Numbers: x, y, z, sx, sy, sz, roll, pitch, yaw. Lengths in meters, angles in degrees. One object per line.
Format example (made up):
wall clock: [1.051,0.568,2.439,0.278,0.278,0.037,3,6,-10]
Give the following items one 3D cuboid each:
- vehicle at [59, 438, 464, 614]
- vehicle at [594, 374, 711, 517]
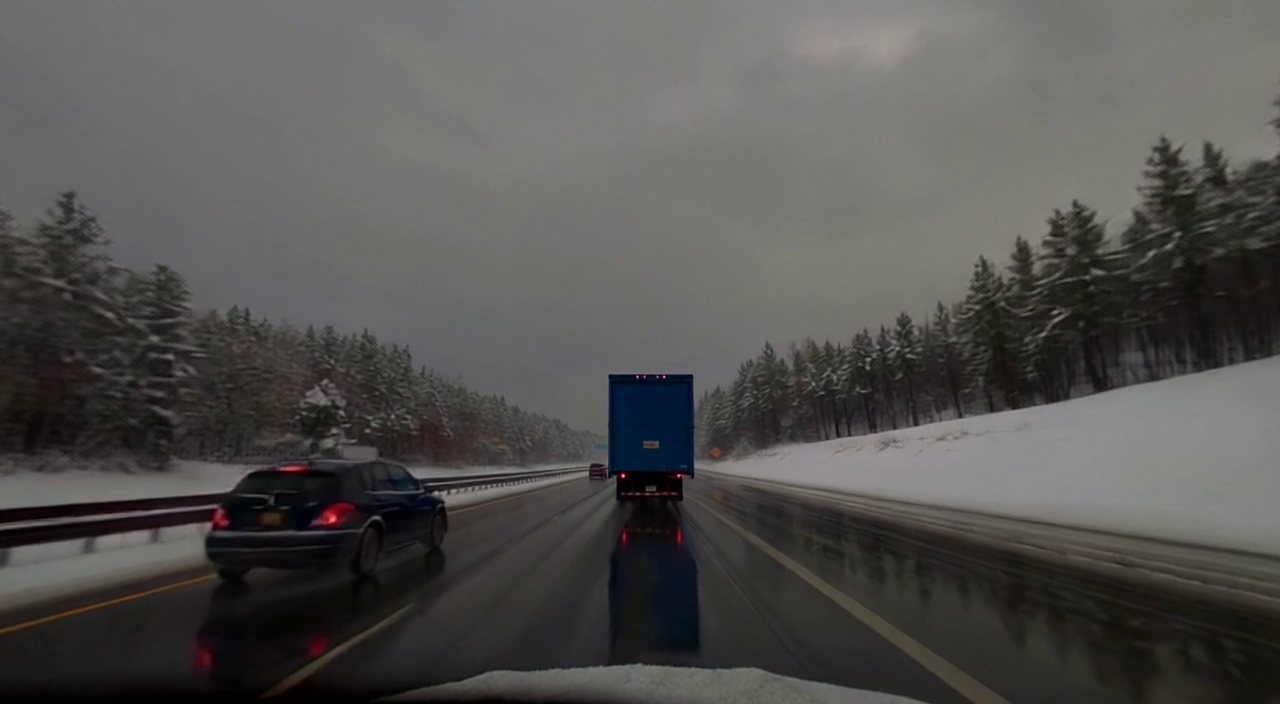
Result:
vehicle: [-4.014,1.969,8.011,2.079,1.506,4.821,0,-10,1]
vehicle: [0.320,3.262,21.123,3.008,3.678,9.512,1,-10,0]
